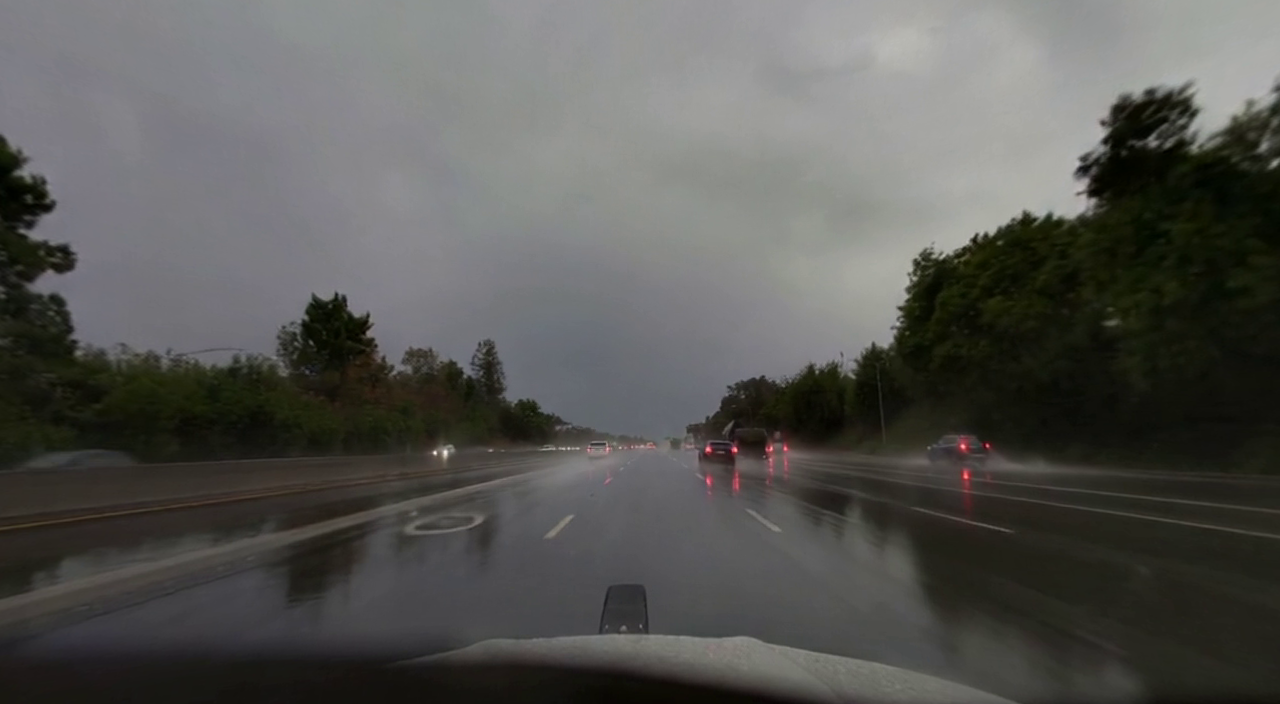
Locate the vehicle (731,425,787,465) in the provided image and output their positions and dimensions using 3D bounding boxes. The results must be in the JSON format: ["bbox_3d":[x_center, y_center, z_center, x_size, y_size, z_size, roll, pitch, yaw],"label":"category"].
[{"bbox_3d":[8.170,6.496,43.938,2.729,2.628,4.875,0,-9,-2],"label":"vehicle"}]

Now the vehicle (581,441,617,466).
[{"bbox_3d":[-2.682,6.730,42.059,2.060,1.587,4.093,0,-9,1],"label":"vehicle"}]

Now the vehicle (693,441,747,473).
[{"bbox_3d":[3.966,5.300,32.137,2.080,1.493,4.674,0,-8,-1],"label":"vehicle"}]

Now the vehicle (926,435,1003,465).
[{"bbox_3d":[23.297,7.039,45.554,2.221,1.995,5.803,0,-9,-3],"label":"vehicle"}]
